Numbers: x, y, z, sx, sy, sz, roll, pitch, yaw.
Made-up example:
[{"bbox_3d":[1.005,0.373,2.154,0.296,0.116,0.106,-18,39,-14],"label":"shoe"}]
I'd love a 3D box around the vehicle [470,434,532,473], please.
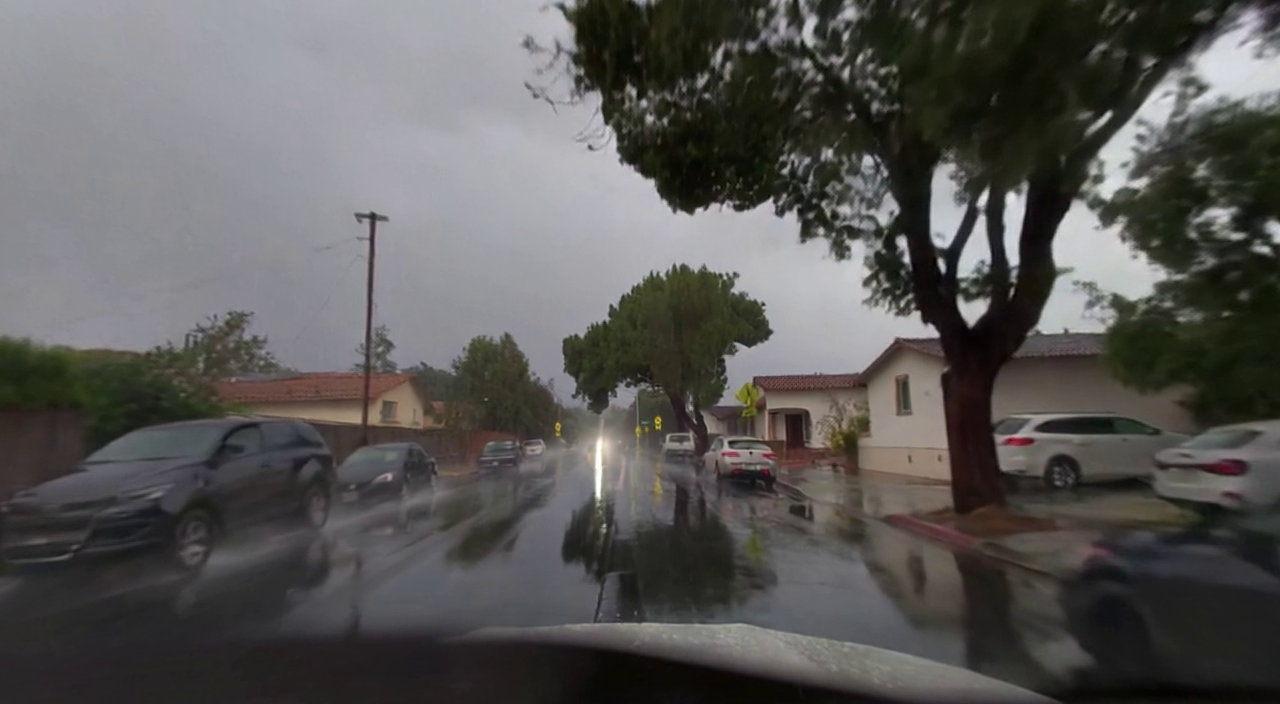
[{"bbox_3d":[-6.182,4.543,28.724,1.972,1.502,5.530,0,-7,-4],"label":"vehicle"}]

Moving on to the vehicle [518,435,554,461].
[{"bbox_3d":[-6.786,6.308,41.547,1.842,1.540,3.704,0,-7,-2],"label":"vehicle"}]

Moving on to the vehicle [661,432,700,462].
[{"bbox_3d":[2.326,5.606,37.302,1.997,1.663,4.544,0,-8,-1],"label":"vehicle"}]

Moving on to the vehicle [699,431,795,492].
[{"bbox_3d":[3.012,3.166,18.860,1.875,1.568,4.899,1,-7,-2],"label":"vehicle"}]

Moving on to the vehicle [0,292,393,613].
[{"bbox_3d":[-5.514,1.213,8.266,2.270,2.706,5.871,0,-8,-2],"label":"vehicle"}]

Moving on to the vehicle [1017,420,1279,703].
[{"bbox_3d":[3.600,0.943,1.828,1.972,1.492,4.506,1,-7,-5],"label":"vehicle"}]
